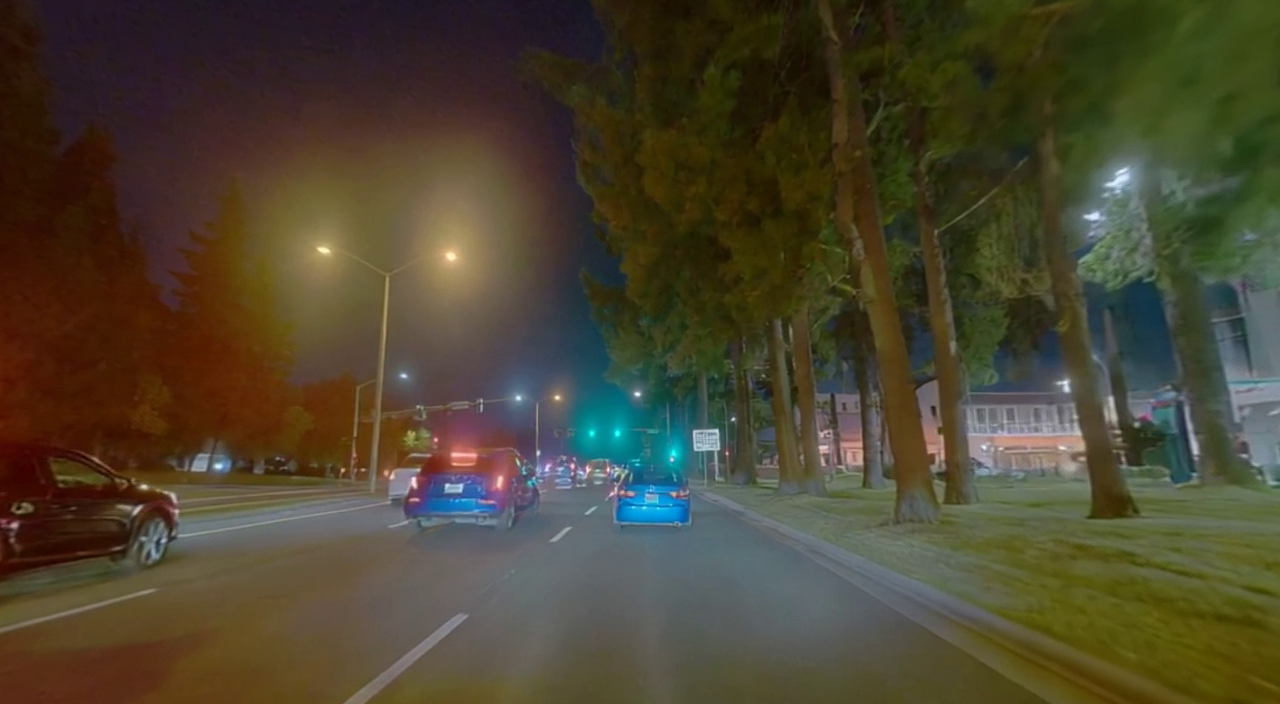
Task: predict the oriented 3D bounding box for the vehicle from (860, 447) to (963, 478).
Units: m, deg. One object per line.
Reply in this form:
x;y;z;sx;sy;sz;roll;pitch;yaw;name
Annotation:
18.280;7.387;42.557;5.852;1.962;2.323;-7;-11;41;vehicle

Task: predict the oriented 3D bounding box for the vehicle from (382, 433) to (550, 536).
-3.297;2.608;13.108;2.055;1.725;4.732;0;-9;1;vehicle

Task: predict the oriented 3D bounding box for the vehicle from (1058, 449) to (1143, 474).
30.618;7.219;41.906;1.757;1.496;4.200;7;-10;-42;vehicle

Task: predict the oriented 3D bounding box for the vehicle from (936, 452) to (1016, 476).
22.488;7.512;42.245;4.220;1.550;1.935;-10;-13;43;vehicle

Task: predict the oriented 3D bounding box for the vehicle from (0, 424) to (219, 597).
-7.184;1.671;6.992;1.968;1.657;4.230;0;-9;2;vehicle

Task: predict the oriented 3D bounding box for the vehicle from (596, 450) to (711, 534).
0.281;2.883;13.561;2.091;1.494;3.962;0;-9;1;vehicle
